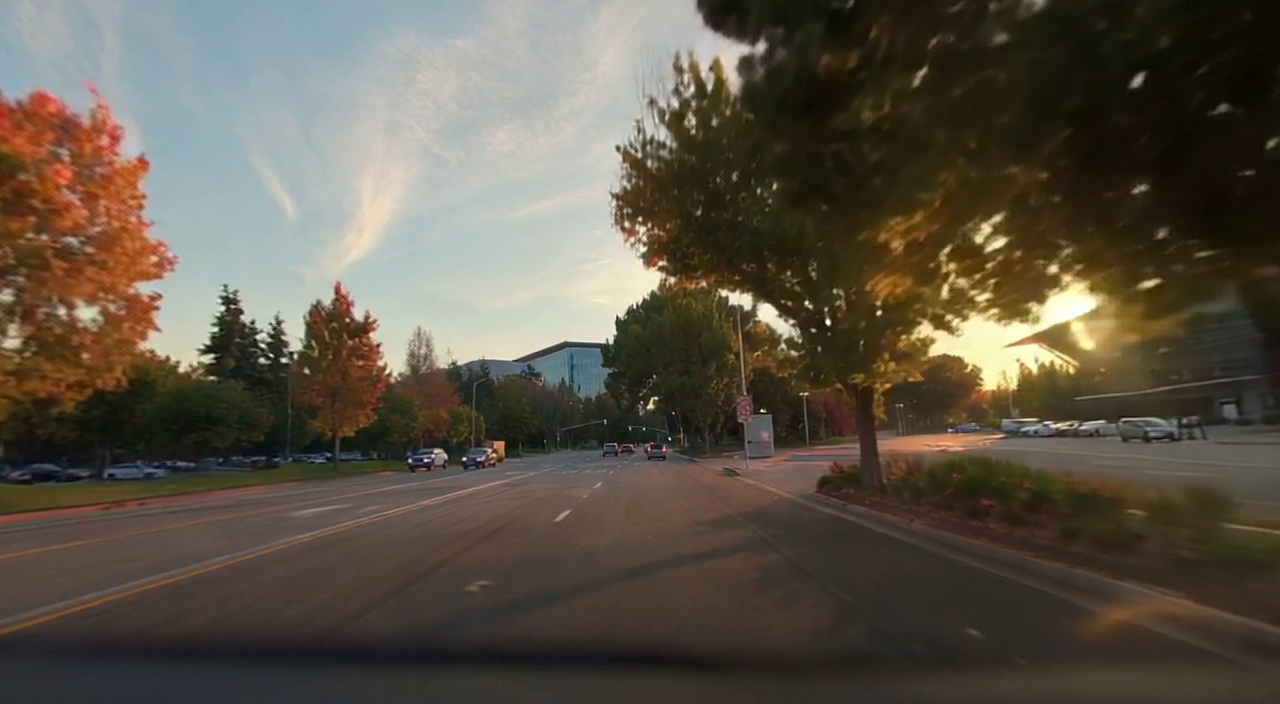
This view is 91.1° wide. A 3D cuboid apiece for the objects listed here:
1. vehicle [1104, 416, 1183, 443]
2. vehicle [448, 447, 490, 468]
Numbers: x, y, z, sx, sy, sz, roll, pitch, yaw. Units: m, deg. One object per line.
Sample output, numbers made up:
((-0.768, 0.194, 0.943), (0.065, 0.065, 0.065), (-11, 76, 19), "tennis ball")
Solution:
((39.115, 6.092, 48.914), (2.045, 2.000, 4.878), (0, -8, 0), "vehicle")
((-13.459, 8.317, 49.710), (1.939, 1.548, 4.490), (0, -8, 2), "vehicle")
